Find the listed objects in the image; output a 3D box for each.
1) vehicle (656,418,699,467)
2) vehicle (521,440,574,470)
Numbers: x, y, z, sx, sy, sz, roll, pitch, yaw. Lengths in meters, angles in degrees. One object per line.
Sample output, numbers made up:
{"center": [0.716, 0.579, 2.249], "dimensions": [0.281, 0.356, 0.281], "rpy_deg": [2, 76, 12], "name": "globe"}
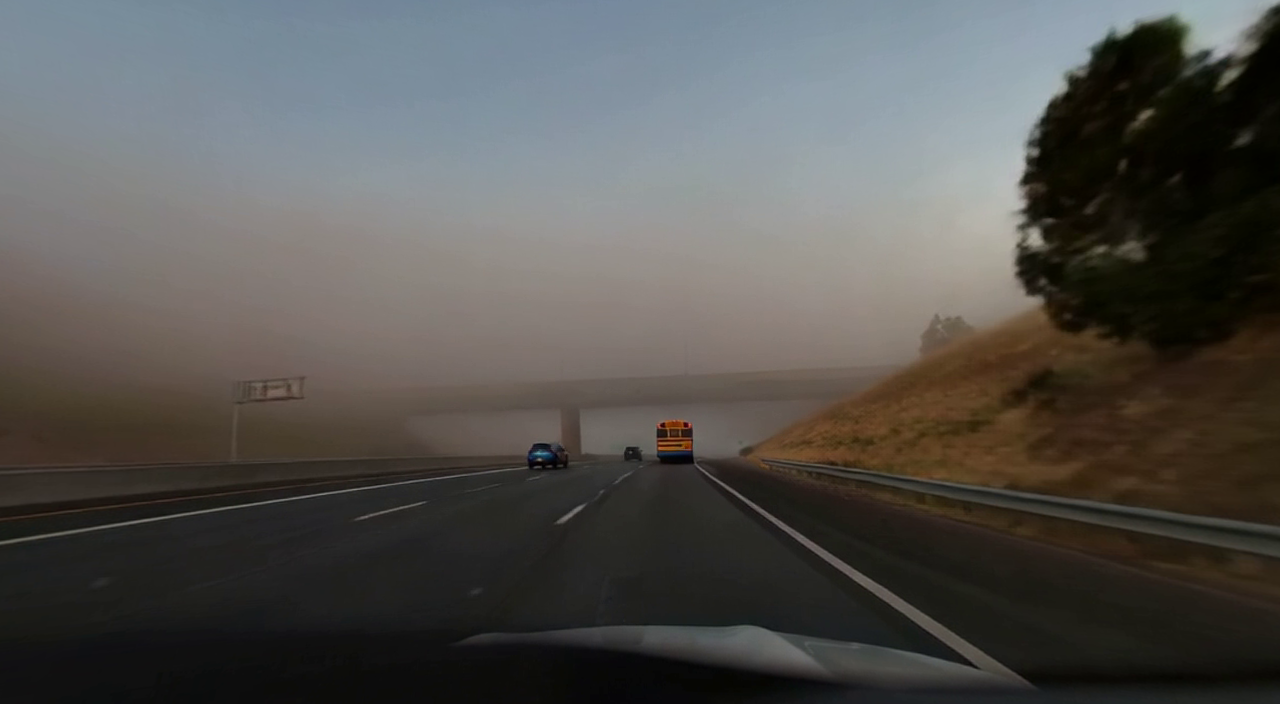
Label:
{"center": [2.947, 6.886, 48.076], "dimensions": [2.945, 3.295, 10.406], "rpy_deg": [-1, -8, 4], "name": "vehicle"}
{"center": [-5.584, 6.277, 38.690], "dimensions": [2.172, 1.689, 4.625], "rpy_deg": [-1, -8, 4], "name": "vehicle"}
